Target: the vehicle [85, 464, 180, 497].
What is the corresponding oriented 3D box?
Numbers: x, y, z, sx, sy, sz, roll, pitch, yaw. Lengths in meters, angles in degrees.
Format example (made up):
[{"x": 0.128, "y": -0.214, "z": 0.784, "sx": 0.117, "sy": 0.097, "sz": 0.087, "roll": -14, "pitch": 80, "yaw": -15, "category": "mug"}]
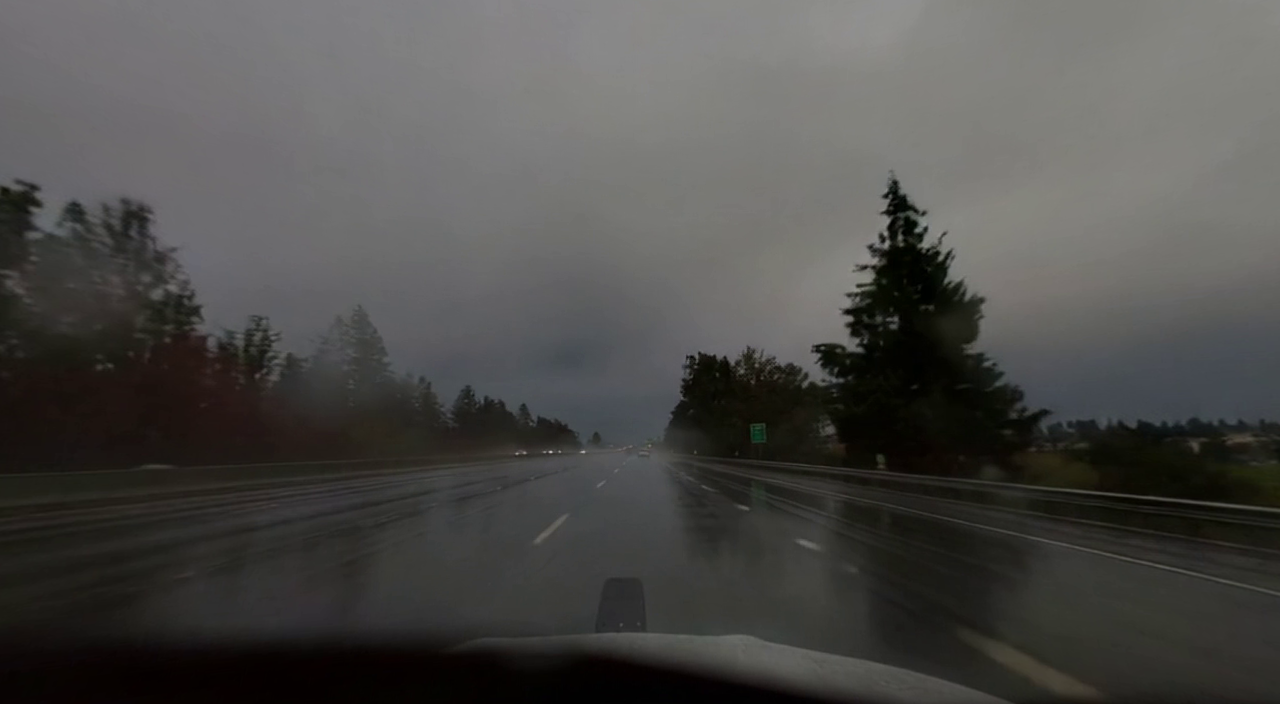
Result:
[{"x": -24.219, "y": 6.119, "z": 30.269, "sx": 1.570, "sy": 1.374, "sz": 3.496, "roll": 0, "pitch": -9, "yaw": 0, "category": "vehicle"}]
